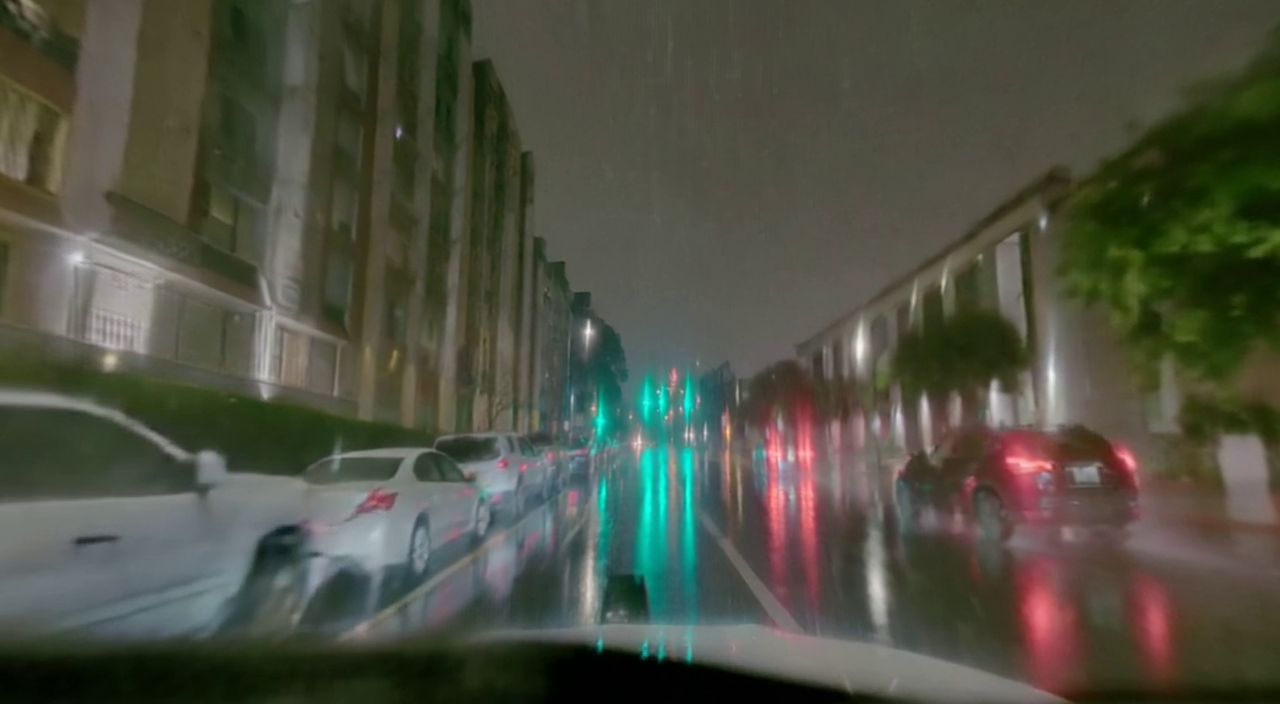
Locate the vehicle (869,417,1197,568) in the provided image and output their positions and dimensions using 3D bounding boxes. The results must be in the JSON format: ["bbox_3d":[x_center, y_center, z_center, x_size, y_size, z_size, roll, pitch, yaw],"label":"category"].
[{"bbox_3d":[4.987,1.816,8.895,1.891,1.599,4.173,0,-8,0],"label":"vehicle"}]

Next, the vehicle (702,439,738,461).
[{"bbox_3d":[5.650,6.968,44.899,1.917,1.467,4.452,0,-8,-1],"label":"vehicle"}]

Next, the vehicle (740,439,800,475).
[{"bbox_3d":[5.529,4.509,27.283,1.799,1.463,3.464,0,-8,-1],"label":"vehicle"}]

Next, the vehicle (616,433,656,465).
[{"bbox_3d":[-0.199,5.458,35.498,2.122,1.689,3.885,0,-8,0],"label":"vehicle"}]

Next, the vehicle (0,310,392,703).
[{"bbox_3d":[-3.004,0.800,2.402,2.143,1.687,4.602,0,-8,1],"label":"vehicle"}]
